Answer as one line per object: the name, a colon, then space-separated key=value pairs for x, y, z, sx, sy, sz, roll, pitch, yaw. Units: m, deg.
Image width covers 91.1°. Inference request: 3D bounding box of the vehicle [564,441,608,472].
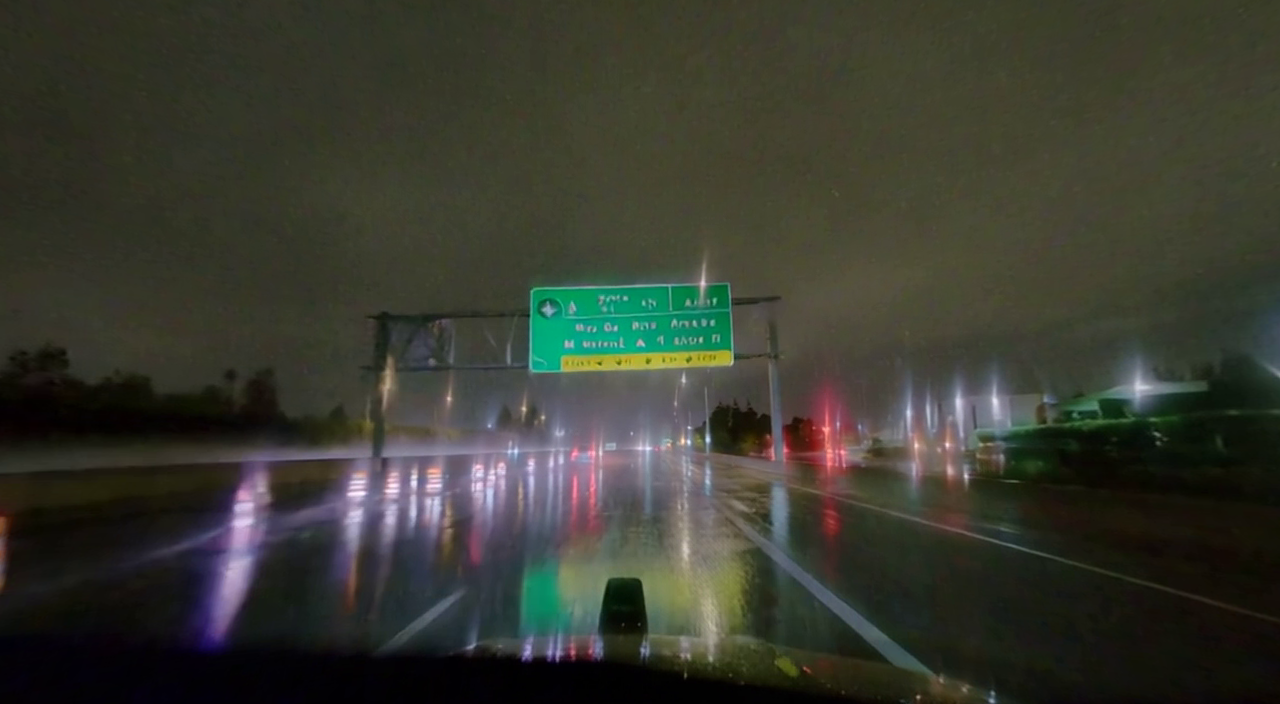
vehicle: x=-3.010 y=5.900 z=35.682 sx=2.078 sy=1.629 sz=4.059 roll=-1 pitch=-8 yaw=1
